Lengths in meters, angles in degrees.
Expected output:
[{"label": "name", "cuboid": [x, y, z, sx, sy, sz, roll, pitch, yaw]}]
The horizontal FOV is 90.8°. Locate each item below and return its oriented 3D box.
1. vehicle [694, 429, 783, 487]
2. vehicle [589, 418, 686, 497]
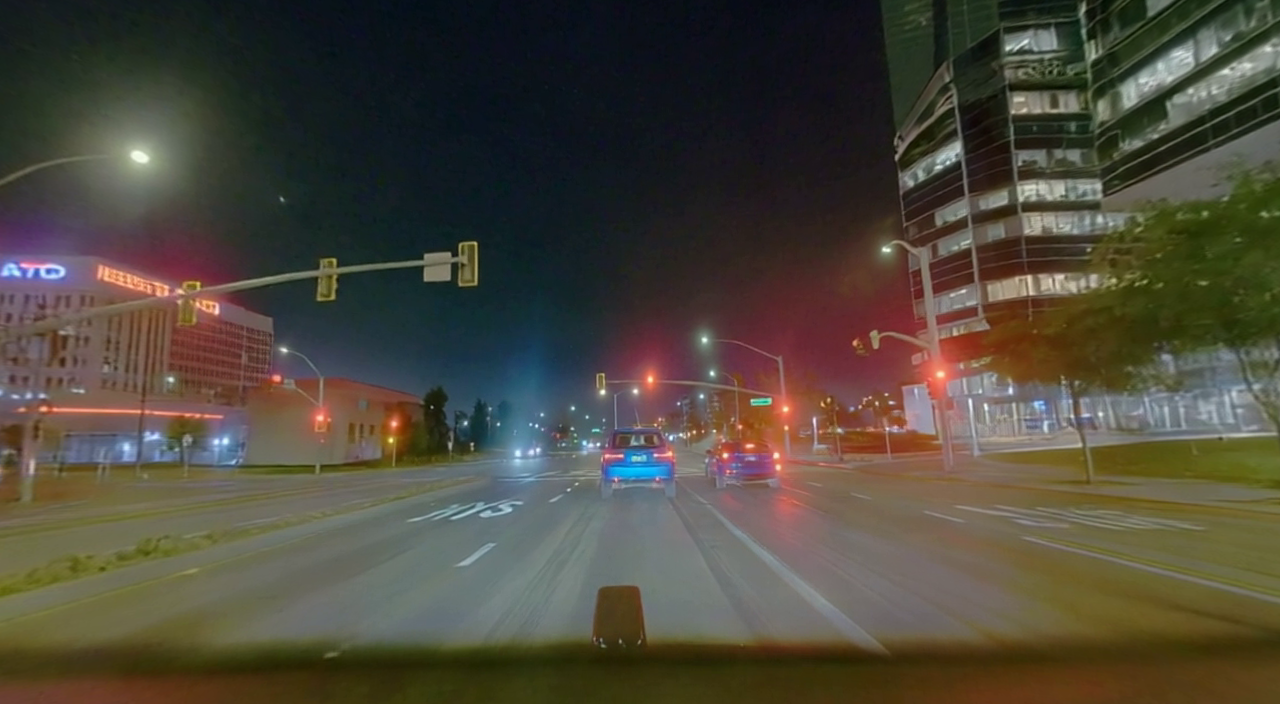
[{"label": "vehicle", "cuboid": [3.155, 3.509, 21.192, 2.107, 1.736, 4.228, 0, -8, -3]}, {"label": "vehicle", "cuboid": [-0.156, 2.968, 18.144, 2.413, 1.939, 4.716, 0, -8, -2]}]
